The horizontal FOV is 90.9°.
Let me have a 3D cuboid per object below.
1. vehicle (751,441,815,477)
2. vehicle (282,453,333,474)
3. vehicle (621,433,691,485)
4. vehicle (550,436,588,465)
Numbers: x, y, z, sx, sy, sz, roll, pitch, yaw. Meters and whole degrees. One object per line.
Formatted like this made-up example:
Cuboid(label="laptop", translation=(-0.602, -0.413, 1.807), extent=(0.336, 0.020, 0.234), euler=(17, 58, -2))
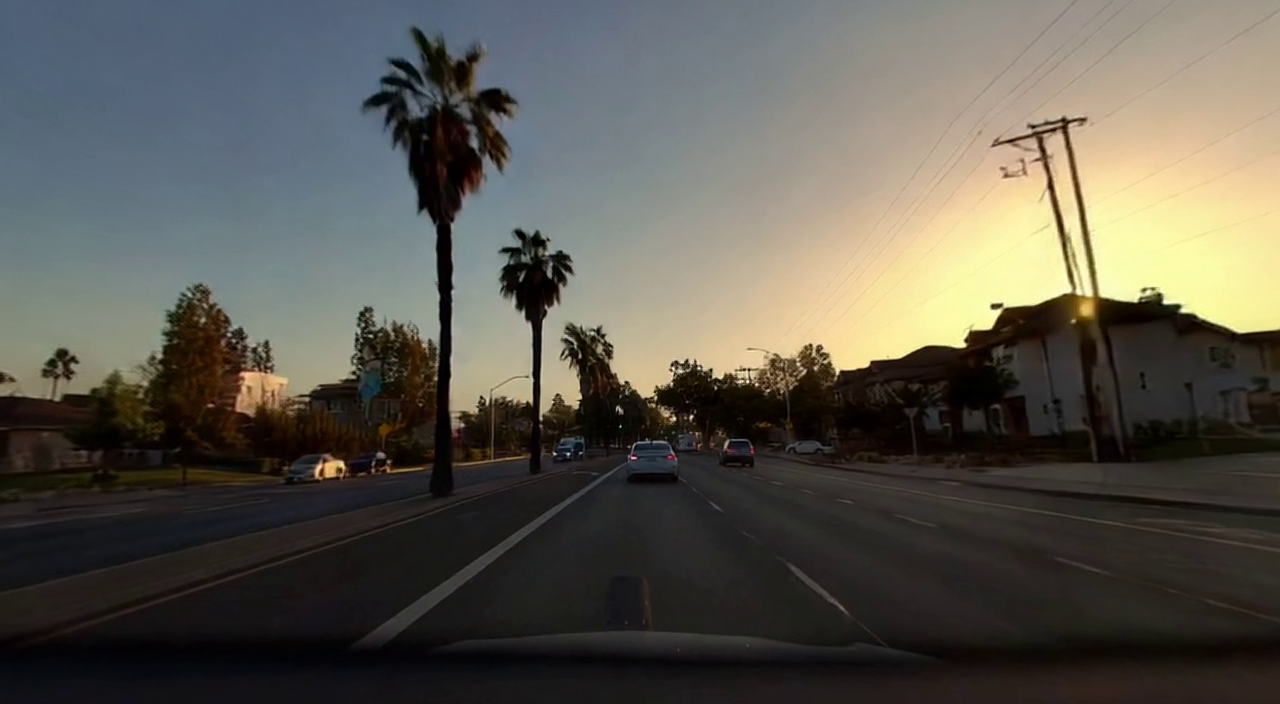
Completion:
Cuboid(label="vehicle", translation=(6.442, 4.860, 28.925), extent=(1.897, 1.477, 4.360), euler=(0, -8, -1))
Cuboid(label="vehicle", translation=(-25.570, 8.526, 48.327), extent=(4.694, 1.484, 1.893), euler=(-8, -11, 42))
Cuboid(label="vehicle", translation=(0.484, 3.794, 22.628), extent=(2.289, 1.679, 4.180), euler=(0, -8, -1))
Cuboid(label="vehicle", translation=(-5.047, 7.120, 45.606), extent=(2.193, 1.967, 4.600), euler=(0, -8, 1))
